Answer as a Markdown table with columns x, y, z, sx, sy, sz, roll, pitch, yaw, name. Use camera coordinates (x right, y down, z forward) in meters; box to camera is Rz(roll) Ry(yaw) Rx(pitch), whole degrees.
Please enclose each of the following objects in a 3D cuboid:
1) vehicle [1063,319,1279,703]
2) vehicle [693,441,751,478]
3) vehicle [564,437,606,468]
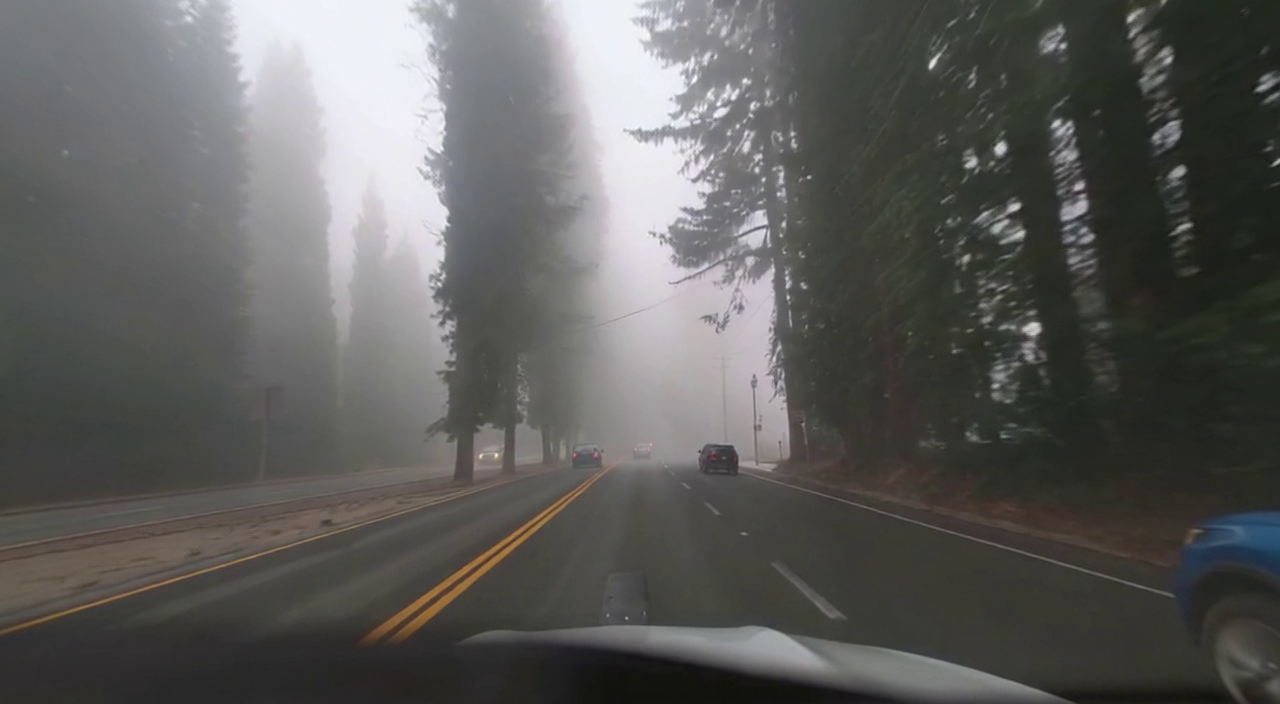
| x | y | z | sx | sy | sz | roll | pitch | yaw | name |
| --- | --- | --- | --- | --- | --- | --- | --- | --- | --- |
| 3.390 | 0.593 | 1.125 | 2.182 | 1.744 | 4.464 | 0 | -8 | 1 | vehicle |
| 3.494 | 4.646 | 27.611 | 1.906 | 1.468 | 4.422 | 0 | -8 | -1 | vehicle |
| -3.260 | 6.112 | 38.427 | 2.066 | 1.725 | 4.241 | 0 | -8 | 1 | vehicle |
